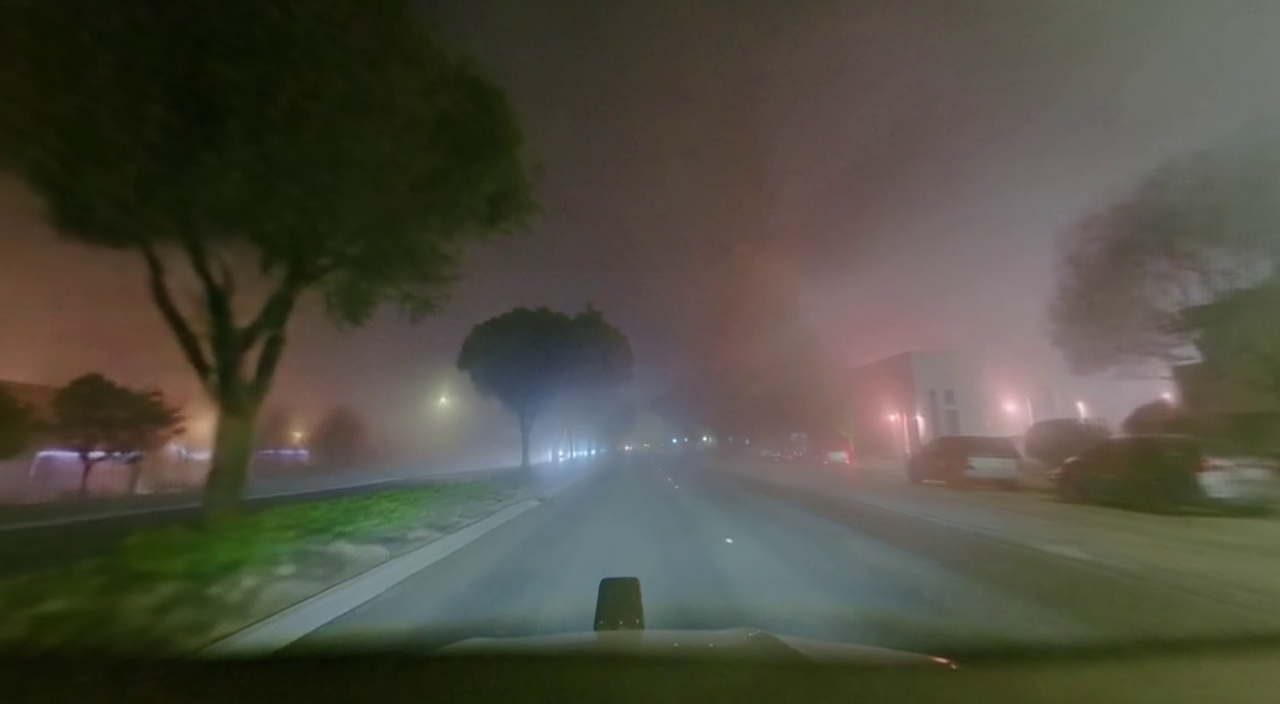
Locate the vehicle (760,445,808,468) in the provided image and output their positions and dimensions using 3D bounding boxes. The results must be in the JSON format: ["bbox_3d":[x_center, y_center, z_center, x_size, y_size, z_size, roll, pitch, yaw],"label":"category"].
[{"bbox_3d":[9.562,6.961,42.268,1.930,1.453,4.665,0,-9,-2],"label":"vehicle"}]

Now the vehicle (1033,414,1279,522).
[{"bbox_3d":[9.948,2.137,12.059,1.984,1.672,4.262,0,-9,-2],"label":"vehicle"}]

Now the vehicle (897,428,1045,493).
[{"bbox_3d":[9.866,3.271,19.365,2.037,1.732,4.530,0,-9,0],"label":"vehicle"}]

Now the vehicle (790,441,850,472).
[{"bbox_3d":[9.792,5.714,34.768,1.970,1.610,4.247,0,-9,-1],"label":"vehicle"}]
